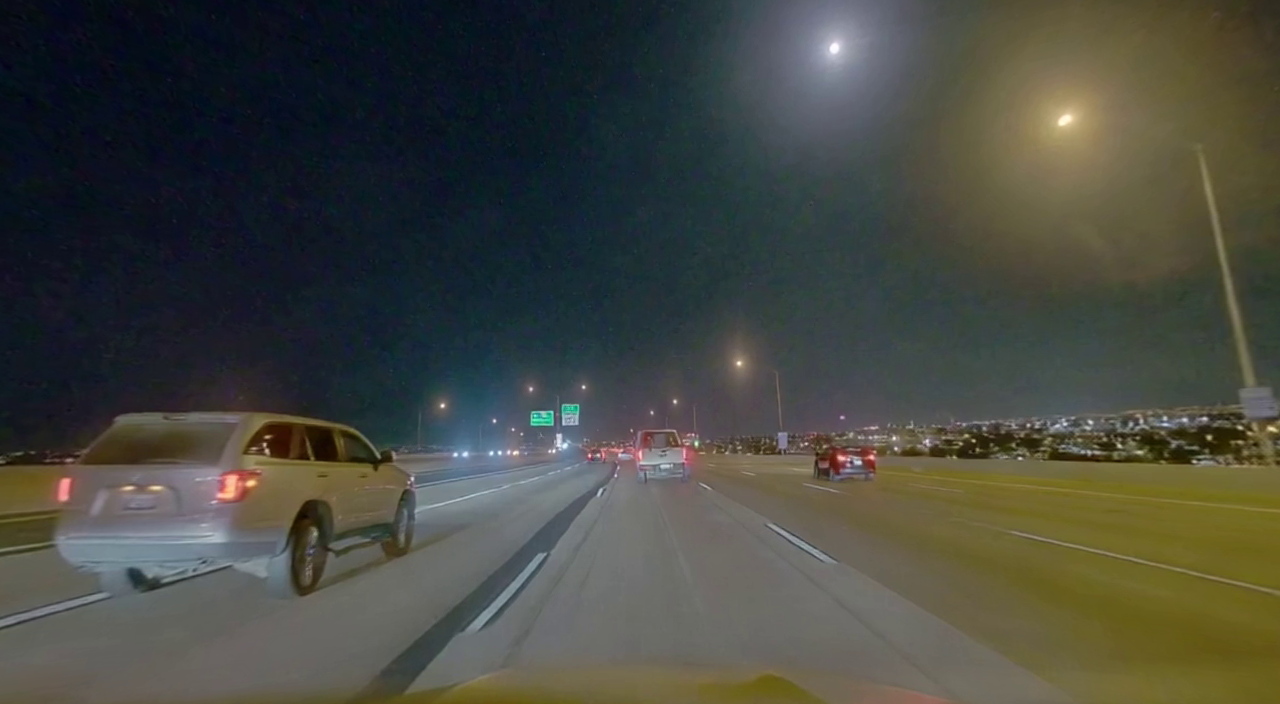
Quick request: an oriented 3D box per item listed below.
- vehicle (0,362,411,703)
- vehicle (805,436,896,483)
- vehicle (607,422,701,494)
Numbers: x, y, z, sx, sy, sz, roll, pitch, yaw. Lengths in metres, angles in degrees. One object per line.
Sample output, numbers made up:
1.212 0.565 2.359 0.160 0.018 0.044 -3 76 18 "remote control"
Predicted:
-3.558 1.165 4.653 2.099 1.640 4.134 0 -9 1 "vehicle"
8.707 4.493 26.486 2.133 1.770 4.537 0 -9 -1 "vehicle"
0.374 3.540 21.317 2.732 2.065 5.826 0 -9 -1 "vehicle"
